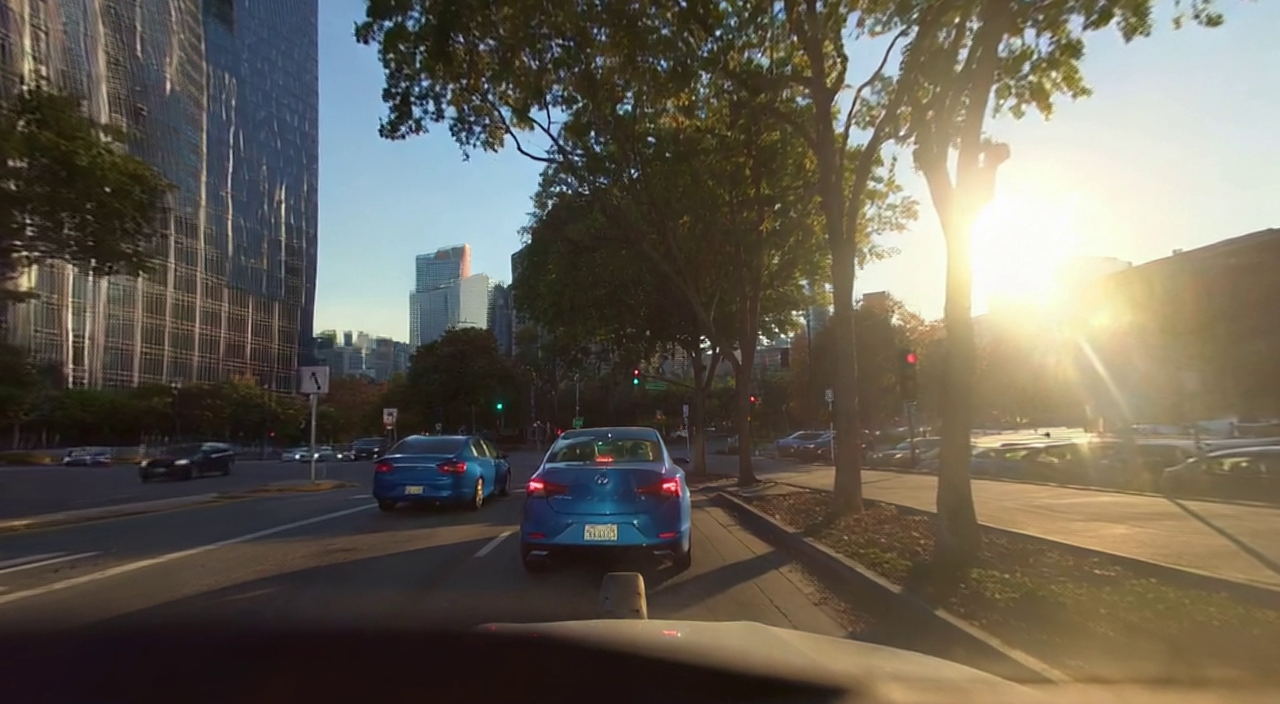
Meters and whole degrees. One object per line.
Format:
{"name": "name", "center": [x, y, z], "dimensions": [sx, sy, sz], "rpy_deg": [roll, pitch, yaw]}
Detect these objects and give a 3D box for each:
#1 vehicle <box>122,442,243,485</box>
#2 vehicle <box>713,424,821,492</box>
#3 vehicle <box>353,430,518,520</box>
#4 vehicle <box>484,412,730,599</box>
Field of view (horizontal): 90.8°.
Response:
{"name": "vehicle", "center": [-20.180, 4.896, 28.169], "dimensions": [1.982, 1.712, 4.511], "rpy_deg": [0, -8, 0]}
{"name": "vehicle", "center": [3.429, 2.974, 17.993], "dimensions": [2.028, 1.678, 4.220], "rpy_deg": [0, -8, -2]}
{"name": "vehicle", "center": [-3.720, 2.300, 12.300], "dimensions": [1.998, 1.452, 3.773], "rpy_deg": [0, -8, -1]}
{"name": "vehicle", "center": [-0.366, 1.583, 7.430], "dimensions": [2.045, 1.533, 4.183], "rpy_deg": [0, -8, -3]}
